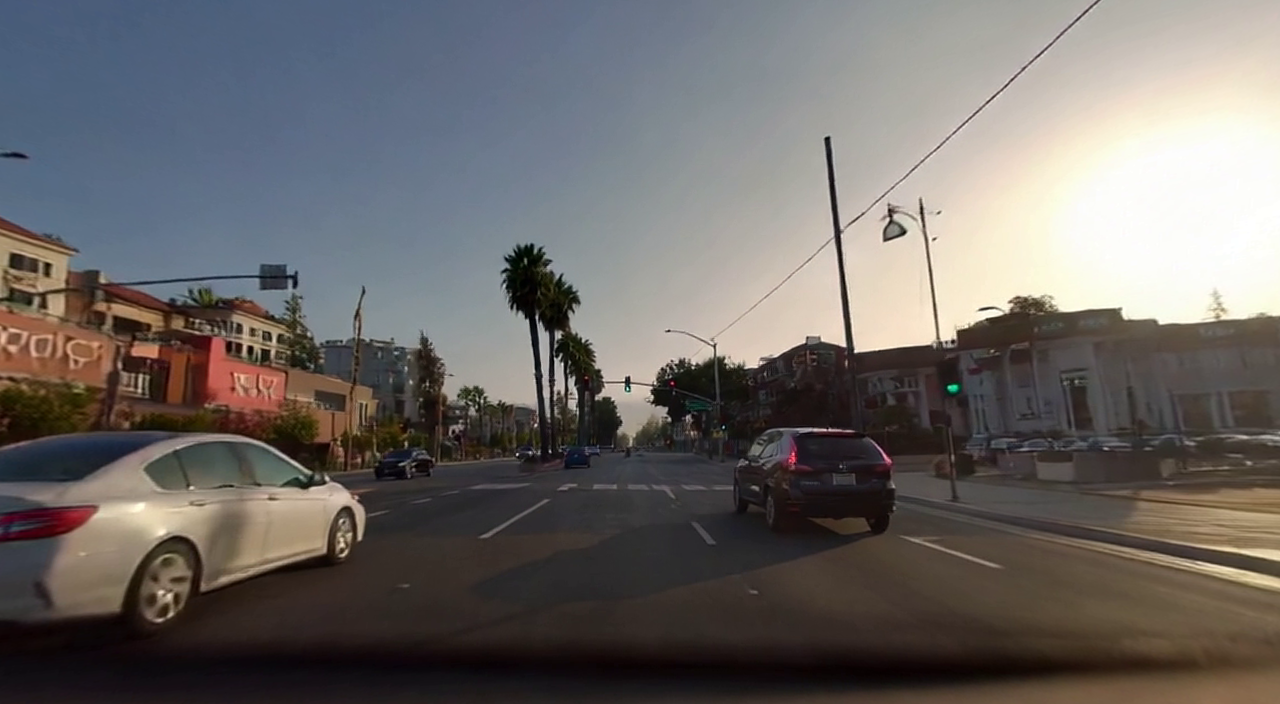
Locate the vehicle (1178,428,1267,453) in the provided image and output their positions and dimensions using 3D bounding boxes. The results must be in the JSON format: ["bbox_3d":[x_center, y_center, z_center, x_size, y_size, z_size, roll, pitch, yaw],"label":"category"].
[{"bbox_3d":[44.358,6.758,48.149,4.683,1.798,1.980,0,-9,1],"label":"vehicle"}]

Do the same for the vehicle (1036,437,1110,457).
[{"bbox_3d":[33.150,7.303,48.420,4.314,1.459,1.800,-1,-9,2],"label":"vehicle"}]

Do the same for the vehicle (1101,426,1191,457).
[{"bbox_3d":[38.608,6.812,48.332,4.854,1.957,2.173,-4,-8,0],"label":"vehicle"}]

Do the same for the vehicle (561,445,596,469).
[{"bbox_3d":[-4.043,6.957,42.150,2.034,1.498,3.995,0,-9,-1],"label":"vehicle"}]

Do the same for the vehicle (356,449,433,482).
[{"bbox_3d":[-12.428,5.743,32.347,1.991,1.517,4.760,0,-9,0],"label":"vehicle"}]

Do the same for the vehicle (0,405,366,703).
[{"bbox_3d":[-4.203,1.371,5.286,2.063,1.578,3.915,0,-9,0],"label":"vehicle"}]

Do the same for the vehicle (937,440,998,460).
[{"bbox_3d":[25.847,7.764,49.940,4.068,1.503,1.844,-5,-10,27],"label":"vehicle"}]

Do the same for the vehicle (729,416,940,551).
[{"bbox_3d":[2.820,2.021,10.354,1.982,1.711,4.276,0,-9,-2],"label":"vehicle"}]
